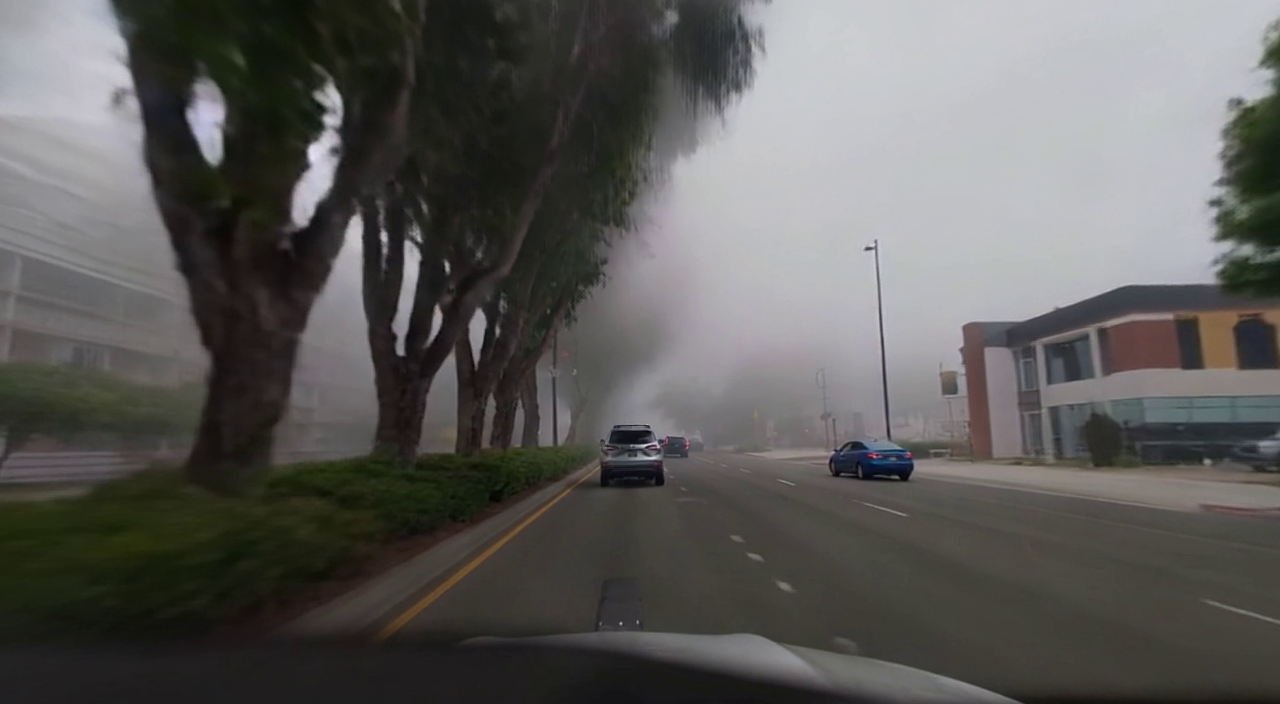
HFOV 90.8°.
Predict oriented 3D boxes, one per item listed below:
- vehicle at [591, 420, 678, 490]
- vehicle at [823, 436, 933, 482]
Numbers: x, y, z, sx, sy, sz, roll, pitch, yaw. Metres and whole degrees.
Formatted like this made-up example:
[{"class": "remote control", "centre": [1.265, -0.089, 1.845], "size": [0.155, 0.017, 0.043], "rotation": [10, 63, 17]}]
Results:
[{"class": "vehicle", "centre": [-0.175, 3.016, 18.659], "size": [2.277, 1.816, 4.192], "rotation": [0, -8, -1]}, {"class": "vehicle", "centre": [8.269, 3.766, 22.498], "size": [2.002, 1.456, 4.631], "rotation": [0, -9, -1]}]
